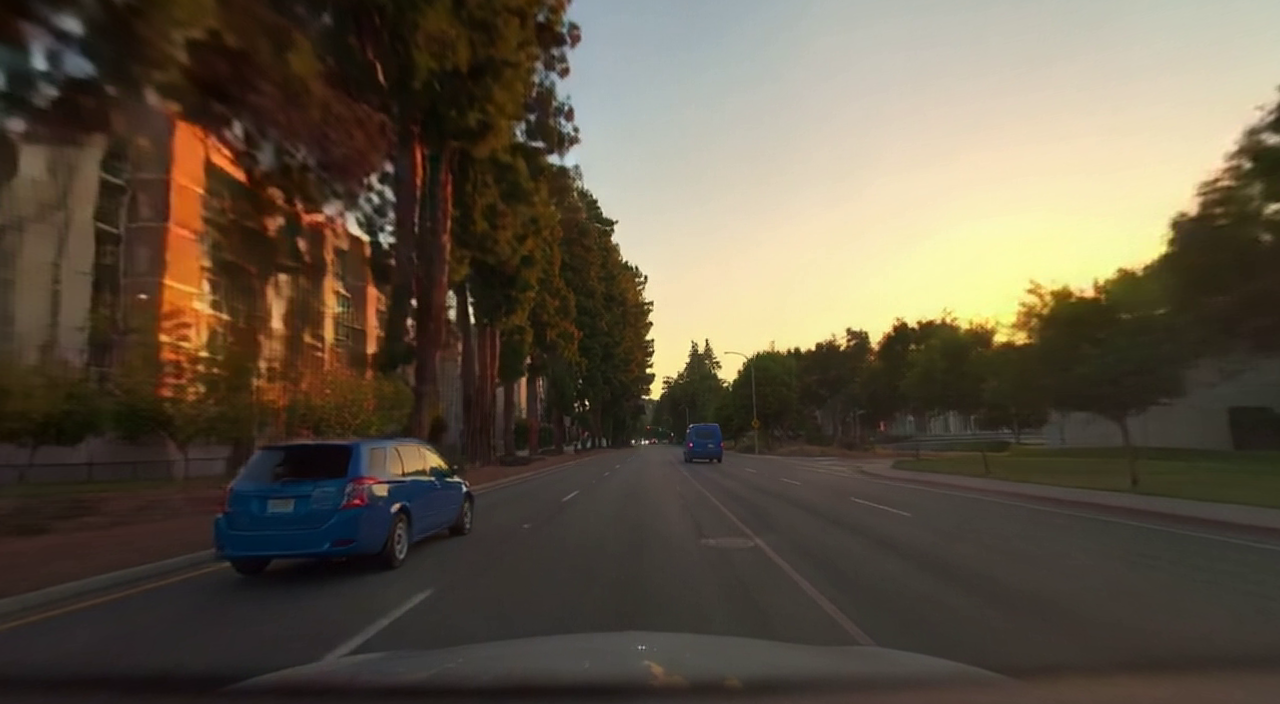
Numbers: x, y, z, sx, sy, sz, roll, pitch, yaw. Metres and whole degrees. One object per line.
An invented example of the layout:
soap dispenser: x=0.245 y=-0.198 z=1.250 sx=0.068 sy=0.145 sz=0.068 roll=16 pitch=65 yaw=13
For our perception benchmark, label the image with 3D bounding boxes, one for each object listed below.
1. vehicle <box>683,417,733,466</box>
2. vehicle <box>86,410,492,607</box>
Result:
vehicle: x=3.908 y=5.333 z=37.442 sx=2.349 sy=2.671 sz=5.744 roll=0 pitch=-8 yaw=1
vehicle: x=-3.442 y=1.624 z=7.521 sx=2.129 sy=1.602 sz=4.532 roll=0 pitch=-8 yaw=2
